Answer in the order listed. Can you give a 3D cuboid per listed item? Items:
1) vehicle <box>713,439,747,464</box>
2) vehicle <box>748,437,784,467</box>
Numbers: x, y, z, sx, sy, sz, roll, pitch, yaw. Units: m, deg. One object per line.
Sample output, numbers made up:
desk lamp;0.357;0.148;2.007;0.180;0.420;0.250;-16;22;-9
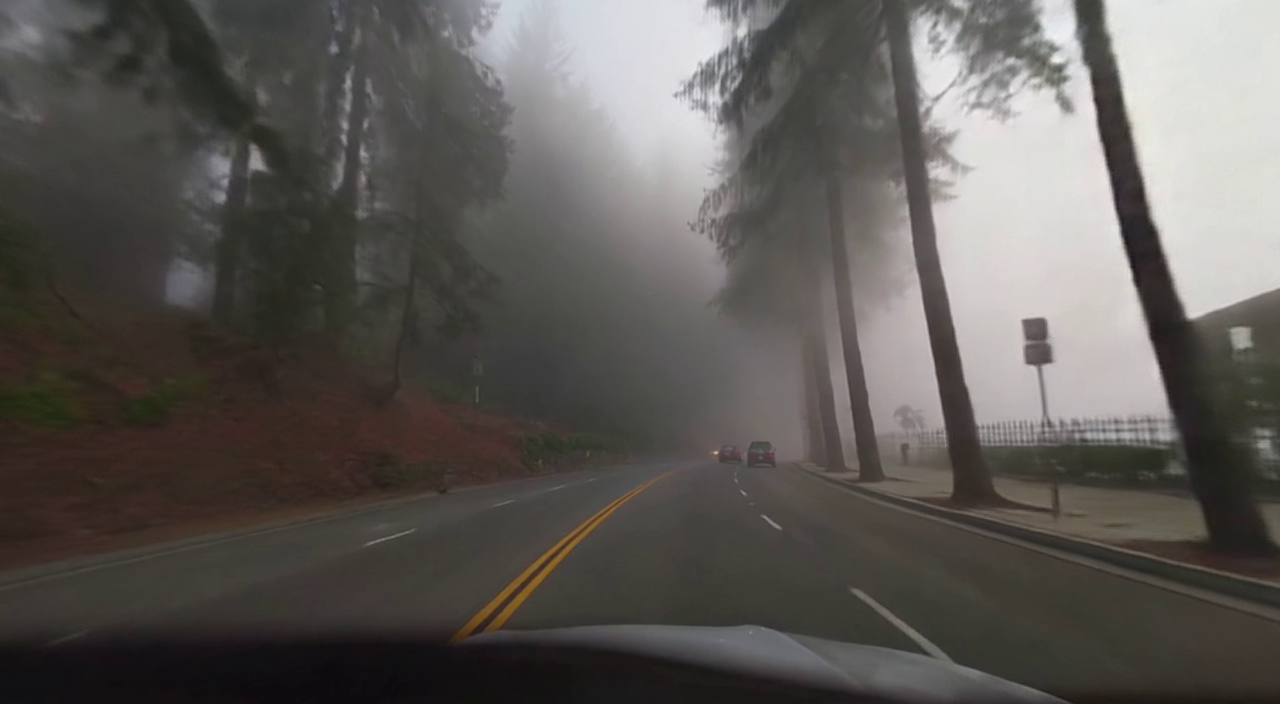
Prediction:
vehicle;7.068;7.746;48.934;2.158;1.852;4.485;-2;-9;13
vehicle;7.967;6.318;39.759;2.069;1.791;4.422;-2;-9;10
